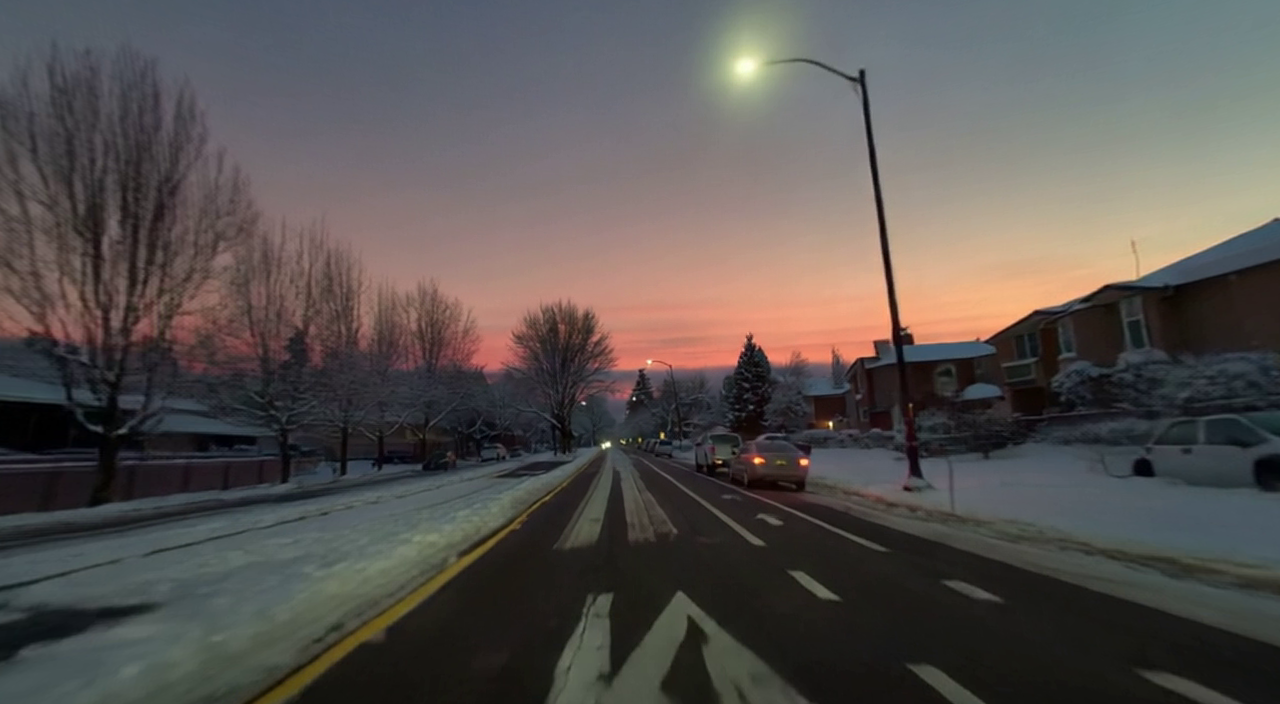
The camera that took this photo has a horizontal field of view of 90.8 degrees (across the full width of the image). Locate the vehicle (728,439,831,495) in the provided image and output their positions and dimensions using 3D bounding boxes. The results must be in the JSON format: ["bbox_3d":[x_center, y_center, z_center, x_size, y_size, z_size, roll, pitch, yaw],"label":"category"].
[{"bbox_3d":[4.045,3.403,19.097,1.919,1.474,4.370,0,-8,-3],"label":"vehicle"}]

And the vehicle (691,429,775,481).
[{"bbox_3d":[3.590,4.153,25.758,2.293,1.858,5.868,0,-8,-2],"label":"vehicle"}]

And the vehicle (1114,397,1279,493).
[{"bbox_3d":[11.505,1.685,11.463,4.492,1.619,1.849,-7,-11,37],"label":"vehicle"}]
